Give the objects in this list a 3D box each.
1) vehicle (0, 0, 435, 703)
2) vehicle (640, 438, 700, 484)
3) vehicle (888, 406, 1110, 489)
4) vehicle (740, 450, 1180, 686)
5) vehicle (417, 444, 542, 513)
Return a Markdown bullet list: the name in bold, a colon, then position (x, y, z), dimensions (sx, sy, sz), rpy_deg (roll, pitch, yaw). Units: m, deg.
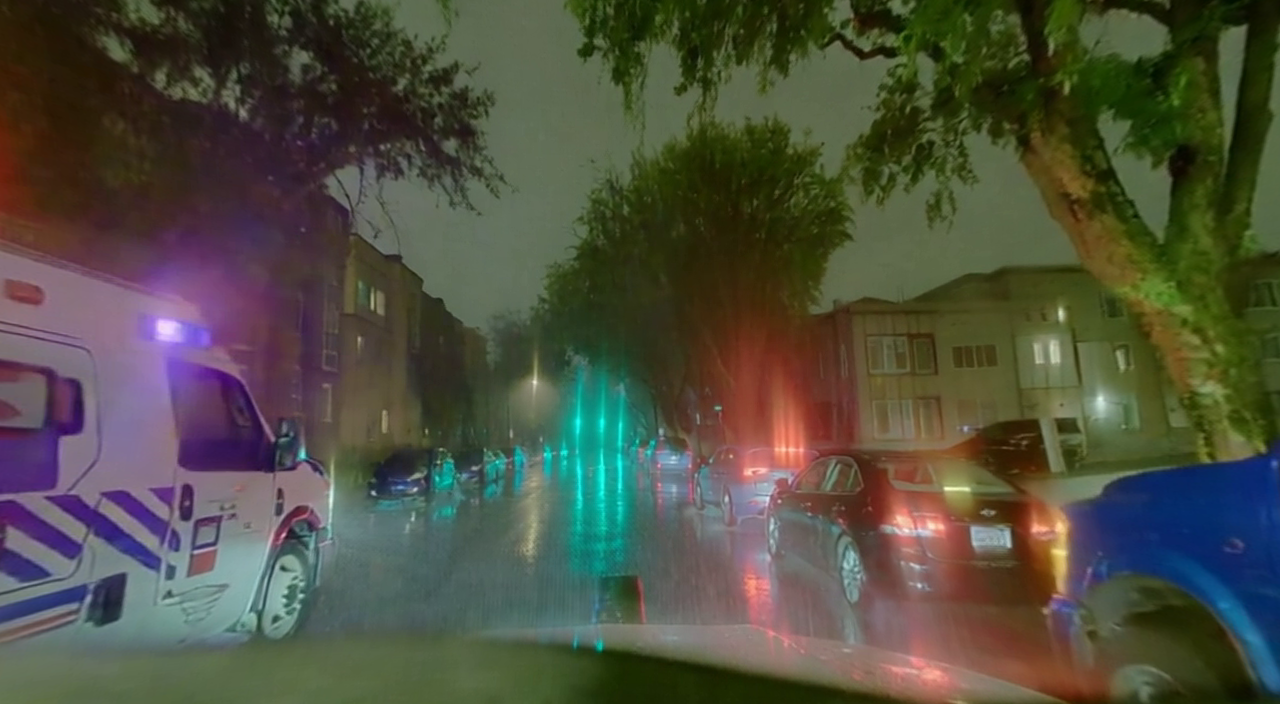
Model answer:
- **vehicle**: position (-2.659, 0.101, 0.689), dimensions (2.705, 2.859, 6.875), rpy_deg (0, -8, -2)
- **vehicle**: position (1.107, 4.345, 25.439), dimensions (1.878, 1.664, 4.033), rpy_deg (1, -8, -5)
- **vehicle**: position (9.066, 2.457, 16.249), dimensions (4.416, 1.784, 1.929), rpy_deg (-2, -10, -2)
- **vehicle**: position (2.276, 1.622, 5.961), dimensions (1.720, 1.333, 4.233), rpy_deg (1, -8, -4)
- **vehicle**: position (-3.919, 3.146, 16.293), dimensions (1.966, 1.515, 4.394), rpy_deg (0, -8, 1)
